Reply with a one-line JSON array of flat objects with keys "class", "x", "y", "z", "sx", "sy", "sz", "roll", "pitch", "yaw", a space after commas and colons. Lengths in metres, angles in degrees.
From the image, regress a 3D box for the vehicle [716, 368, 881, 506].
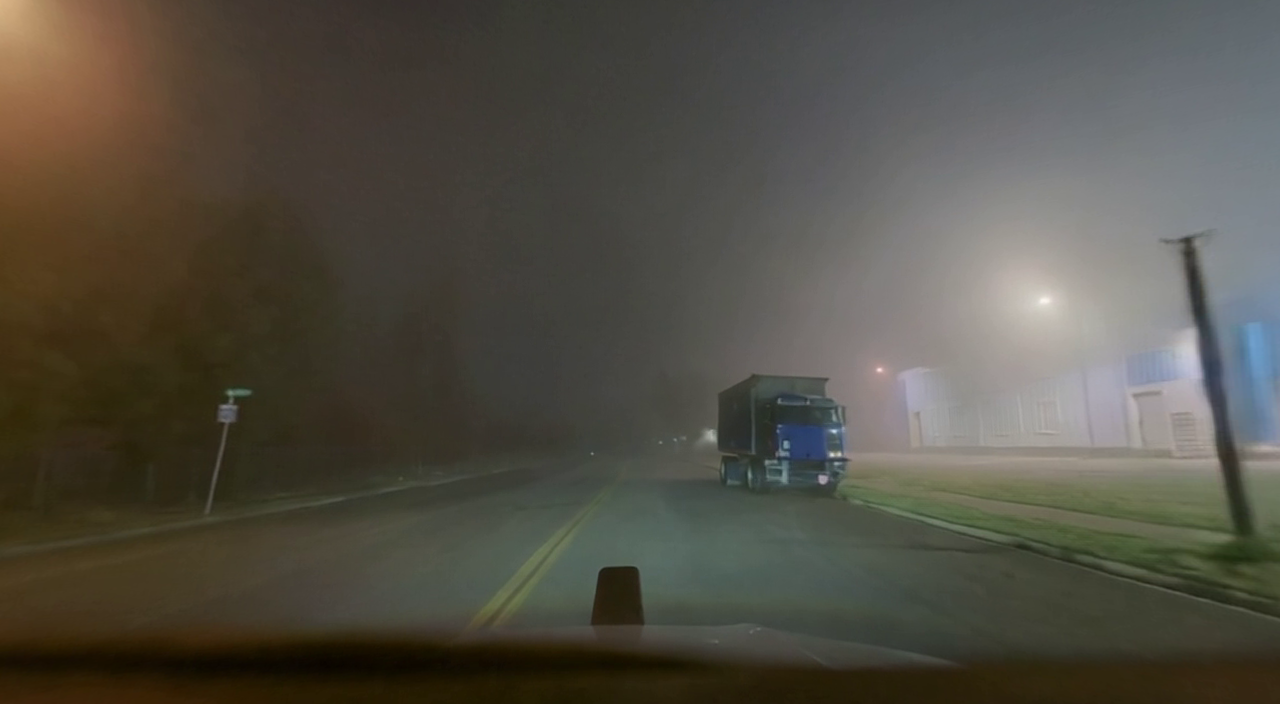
[{"class": "vehicle", "x": 4.178, "y": 2.479, "z": 18.353, "sx": 3.019, "sy": 3.303, "sz": 6.252, "roll": 0, "pitch": -8, "yaw": -1}]
